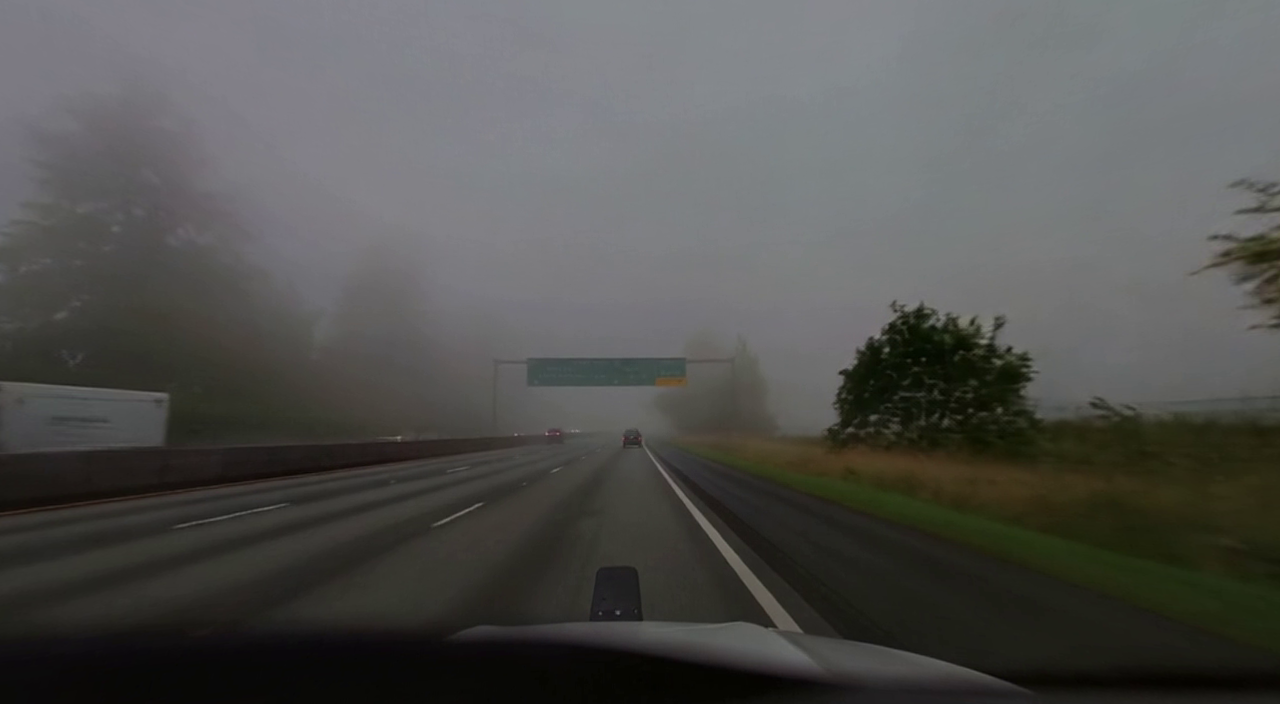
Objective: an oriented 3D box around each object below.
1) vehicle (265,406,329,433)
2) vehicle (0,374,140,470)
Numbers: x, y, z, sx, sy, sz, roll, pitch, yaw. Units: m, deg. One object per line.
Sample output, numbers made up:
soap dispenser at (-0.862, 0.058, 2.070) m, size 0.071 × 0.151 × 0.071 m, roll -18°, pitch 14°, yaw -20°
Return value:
vehicle at (-20.770, 4.137, 38.216) m, size 1.694 × 1.520 × 3.886 m, roll 0°, pitch -8°, yaw 0°
vehicle at (-24.317, 2.651, 23.535) m, size 2.715 × 3.424 × 10.329 m, roll 0°, pitch -8°, yaw -1°
